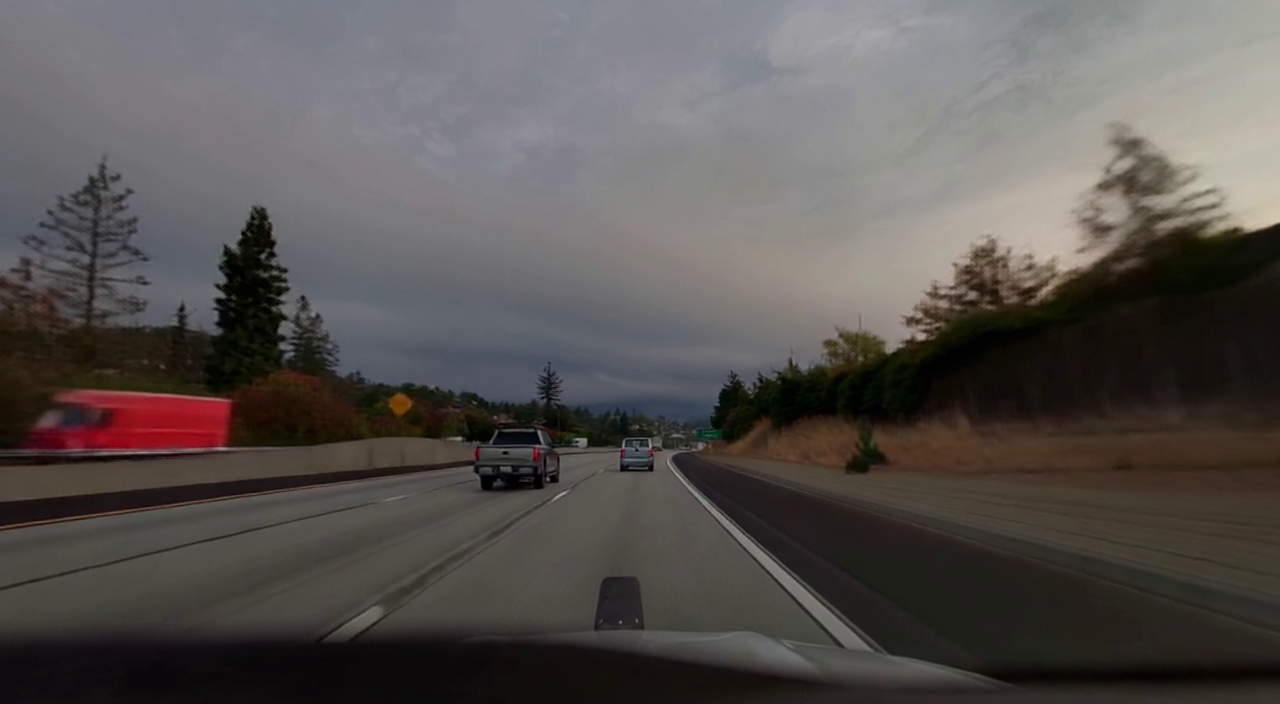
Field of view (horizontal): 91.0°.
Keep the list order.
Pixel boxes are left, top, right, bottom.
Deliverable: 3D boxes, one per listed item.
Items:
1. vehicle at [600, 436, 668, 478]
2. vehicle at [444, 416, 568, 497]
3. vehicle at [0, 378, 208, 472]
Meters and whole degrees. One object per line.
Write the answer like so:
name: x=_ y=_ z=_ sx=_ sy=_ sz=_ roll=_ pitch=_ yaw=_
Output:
vehicle: x=-0.181 y=4.606 z=27.942 sx=2.715 sy=1.669 sz=5.163 roll=0 pitch=-8 yaw=1
vehicle: x=-3.524 y=2.897 z=17.756 sx=2.250 sy=1.947 sz=4.860 roll=0 pitch=-9 yaw=2
vehicle: x=-25.299 y=3.597 z=30.005 sx=2.934 sy=3.838 sz=8.591 roll=0 pitch=-9 yaw=2
